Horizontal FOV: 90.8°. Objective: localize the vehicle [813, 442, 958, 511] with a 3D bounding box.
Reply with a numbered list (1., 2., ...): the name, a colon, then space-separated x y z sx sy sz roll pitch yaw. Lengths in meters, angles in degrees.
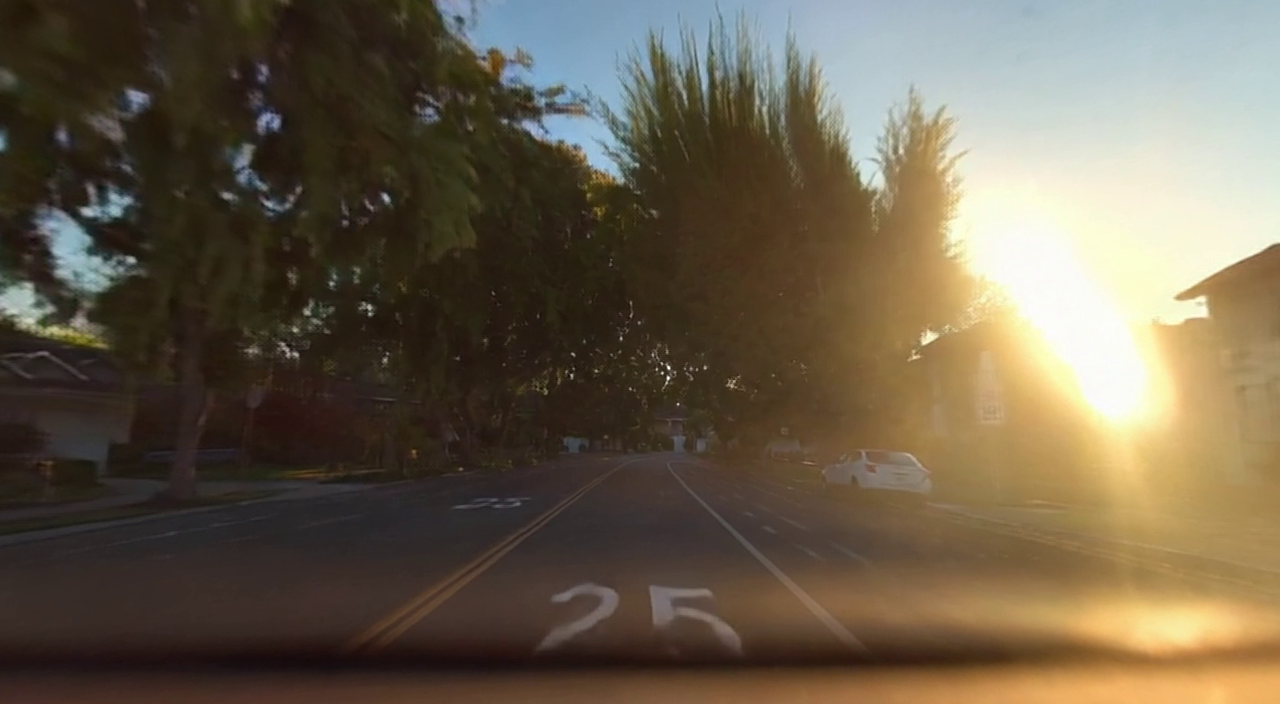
1. vehicle: 6.168 3.157 16.564 1.893 1.543 4.434 0 -9 -2
